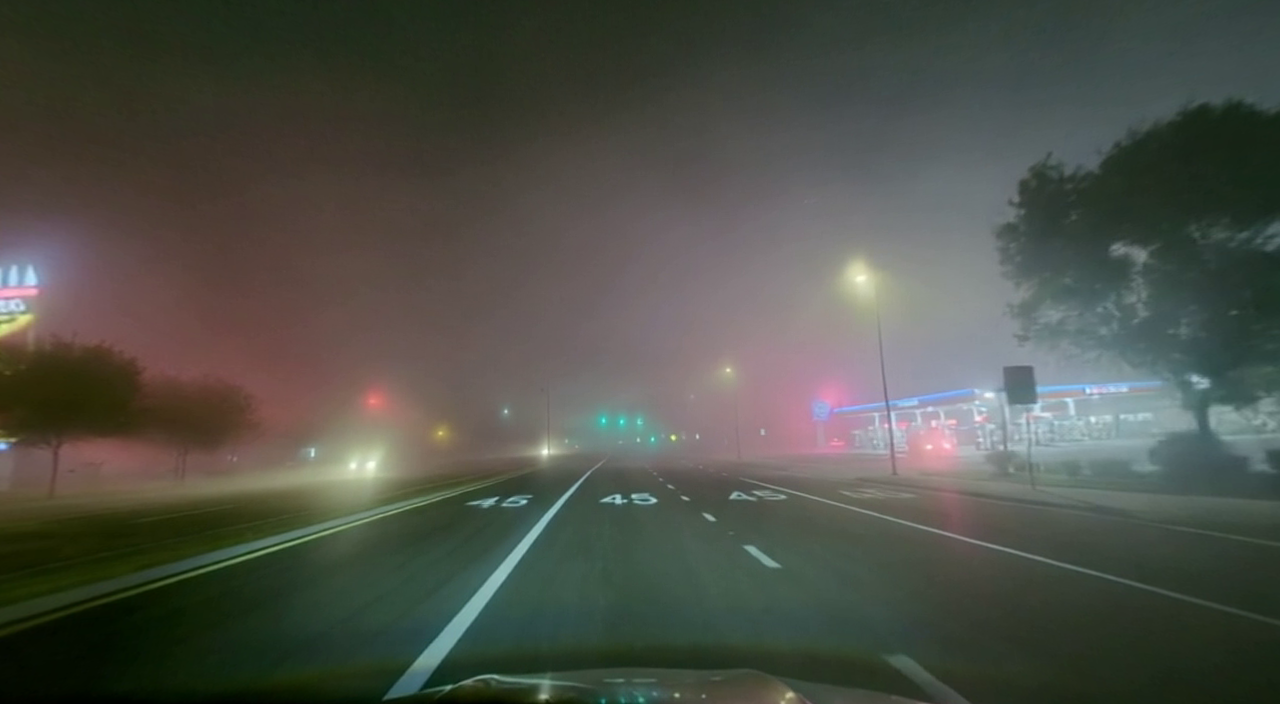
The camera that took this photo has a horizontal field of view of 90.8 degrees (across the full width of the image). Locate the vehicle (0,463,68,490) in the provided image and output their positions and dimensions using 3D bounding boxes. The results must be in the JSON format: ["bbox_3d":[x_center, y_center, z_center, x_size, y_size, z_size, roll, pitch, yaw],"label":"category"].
[{"bbox_3d":[-39.288,7.876,39.934,1.828,1.534,4.790,-2,-9,-2],"label":"vehicle"}]

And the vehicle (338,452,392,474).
[{"bbox_3d":[-20.071,8.101,46.330,1.927,1.497,4.393,0,-8,1],"label":"vehicle"}]

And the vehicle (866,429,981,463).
[{"bbox_3d":[13.512,4.516,30.287,4.548,1.568,1.953,0,-9,-2],"label":"vehicle"}]
